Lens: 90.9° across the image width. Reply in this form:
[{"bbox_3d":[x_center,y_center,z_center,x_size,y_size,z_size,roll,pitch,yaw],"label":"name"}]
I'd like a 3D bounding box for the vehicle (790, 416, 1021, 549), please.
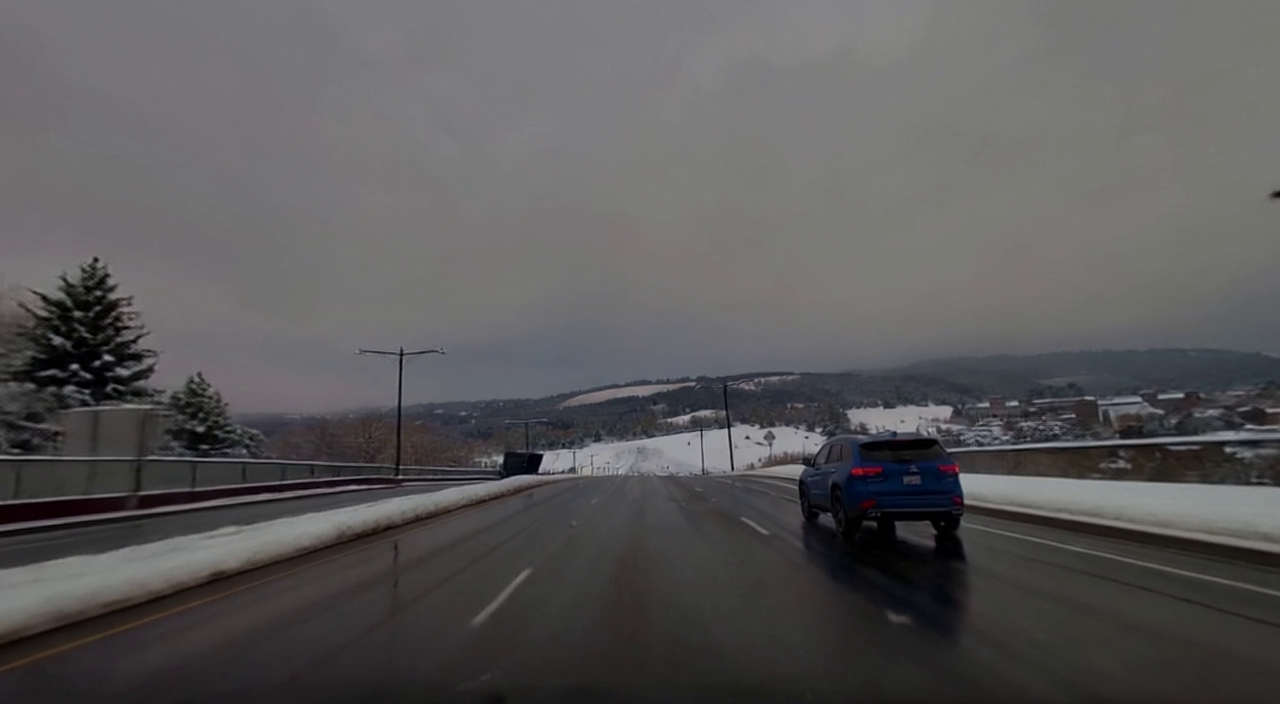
[{"bbox_3d":[4.028,2.056,10.545,1.989,1.730,4.324,-1,-9,1],"label":"vehicle"}]

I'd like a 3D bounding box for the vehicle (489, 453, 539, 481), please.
[{"bbox_3d":[-9.842,9.039,49.893,2.597,2.034,6.006,-1,-9,1],"label":"vehicle"}]
